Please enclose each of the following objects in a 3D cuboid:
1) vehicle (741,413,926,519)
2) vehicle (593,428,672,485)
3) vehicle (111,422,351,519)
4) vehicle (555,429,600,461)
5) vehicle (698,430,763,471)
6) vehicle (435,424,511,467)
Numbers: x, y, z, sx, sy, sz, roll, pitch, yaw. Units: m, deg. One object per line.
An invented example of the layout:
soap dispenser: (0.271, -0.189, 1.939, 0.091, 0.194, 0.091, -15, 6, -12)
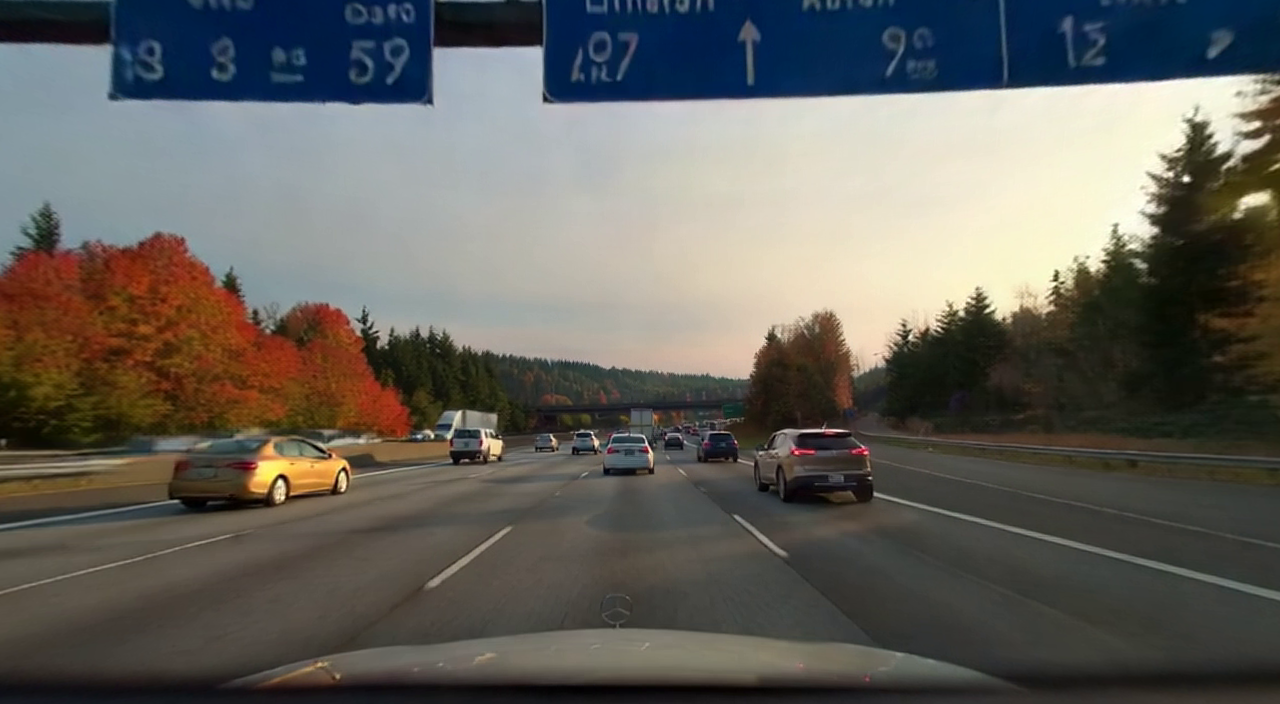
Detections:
vehicle: (3.400, 2.089, 12.108, 2.095, 1.650, 4.331, 0, -8, -1)
vehicle: (-0.216, 3.094, 19.075, 2.111, 1.494, 4.364, 0, -8, -1)
vehicle: (-7.471, 2.166, 12.085, 1.934, 1.526, 3.966, 0, -8, 0)
vehicle: (-3.550, 5.348, 36.327, 2.064, 1.672, 4.277, 0, -8, 1)
vehicle: (3.584, 3.986, 25.719, 1.972, 1.516, 4.514, 0, -8, 0)
vehicle: (-7.459, 4.247, 28.659, 2.117, 1.779, 4.745, 0, -8, 1)
